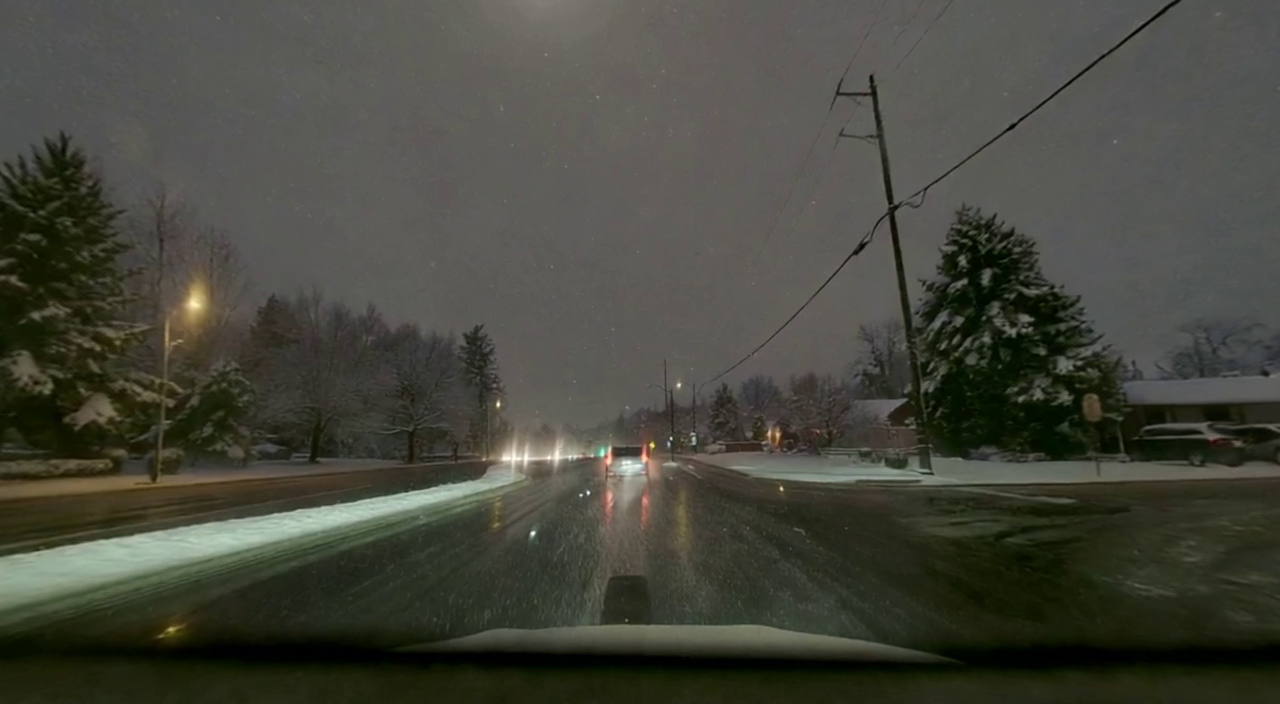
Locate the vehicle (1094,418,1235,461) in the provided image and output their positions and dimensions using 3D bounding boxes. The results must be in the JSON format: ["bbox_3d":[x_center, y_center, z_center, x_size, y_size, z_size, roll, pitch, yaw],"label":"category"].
[{"bbox_3d":[21.543,3.638,26.156,1.928,1.614,4.267,1,-8,-5],"label":"vehicle"}]

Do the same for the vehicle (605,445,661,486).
[{"bbox_3d":[-0.228,4.375,24.654,2.009,1.456,4.003,0,-8,1],"label":"vehicle"}]

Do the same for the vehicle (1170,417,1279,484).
[{"bbox_3d":[19.071,2.878,18.487,5.018,1.844,2.156,0,-8,0],"label":"vehicle"}]
